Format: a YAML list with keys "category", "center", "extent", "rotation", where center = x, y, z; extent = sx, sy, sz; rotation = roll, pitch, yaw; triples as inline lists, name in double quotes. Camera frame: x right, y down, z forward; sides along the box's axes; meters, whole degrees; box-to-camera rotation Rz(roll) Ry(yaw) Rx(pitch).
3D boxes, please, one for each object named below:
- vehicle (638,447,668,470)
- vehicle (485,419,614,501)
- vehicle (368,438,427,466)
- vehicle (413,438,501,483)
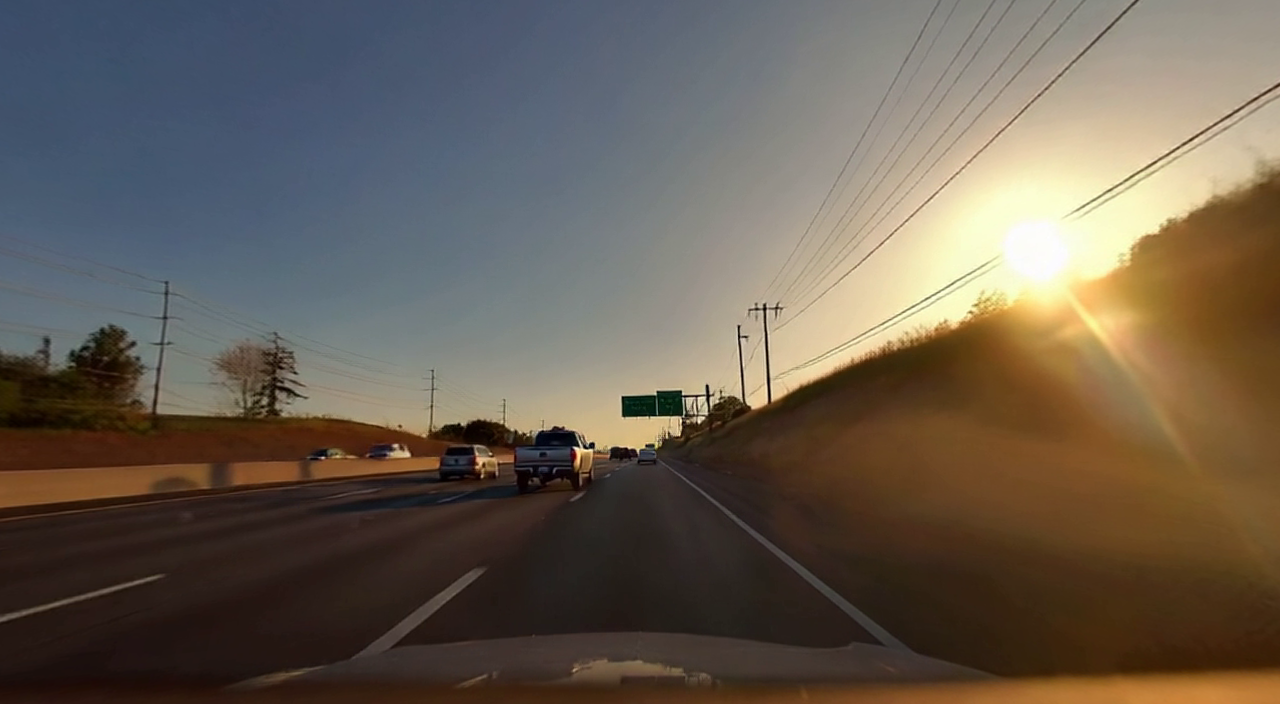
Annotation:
- category: "vehicle"
  center: [0.851, 7.445, 44.295]
  extent: [2.025, 1.485, 4.310]
  rotation: [0, -9, 0]
- category: "vehicle"
  center: [-2.446, 3.231, 19.309]
  extent: [2.972, 2.087, 6.126]
  rotation: [0, -9, 1]
- category: "vehicle"
  center: [-16.490, 6.809, 43.087]
  extent: [2.166, 1.769, 4.617]
  rotation: [0, -9, 0]
- category: "vehicle"
  center: [-7.458, 4.474, 26.270]
  extent: [2.143, 1.688, 4.776]
  rotation: [0, -9, 1]
